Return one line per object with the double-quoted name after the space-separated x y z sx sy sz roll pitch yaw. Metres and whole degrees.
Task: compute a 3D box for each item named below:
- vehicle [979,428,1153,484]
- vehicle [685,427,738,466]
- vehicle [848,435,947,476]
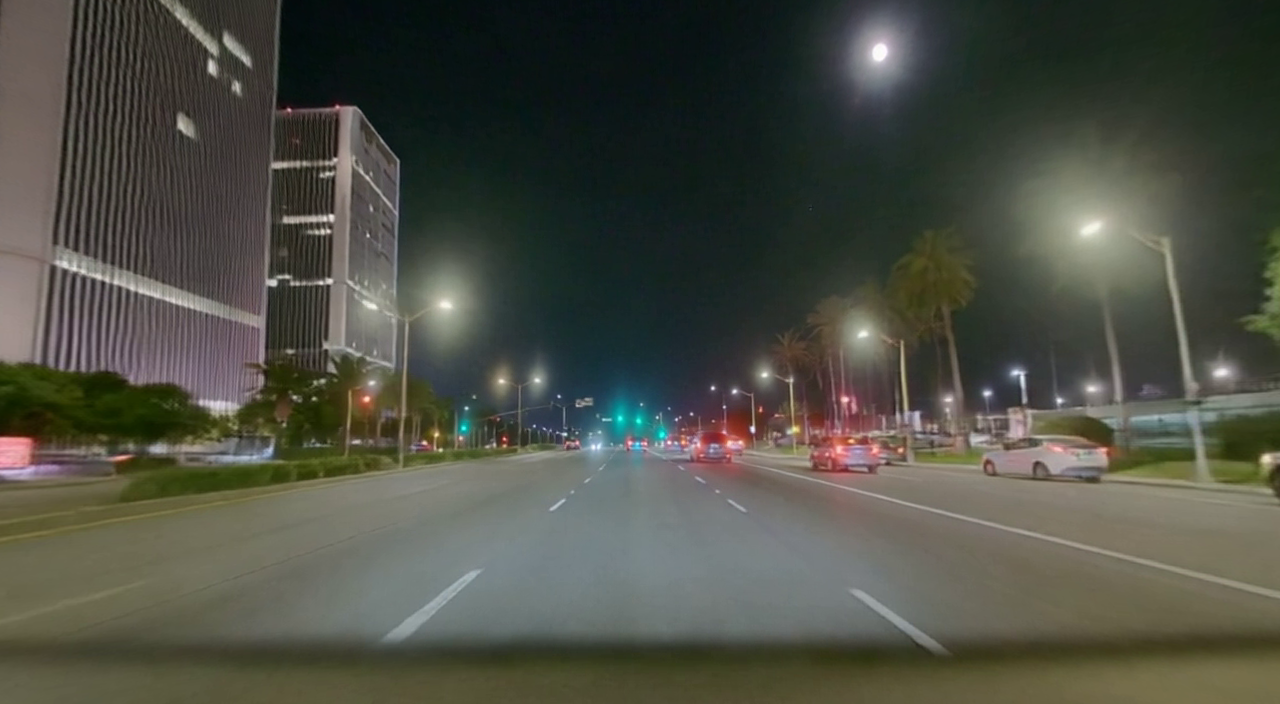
13.708 3.406 20.829 2.009 1.600 4.960 0 -9 -4 "vehicle"
3.730 5.057 33.850 2.104 1.910 4.693 0 -9 -2 "vehicle"
10.180 4.139 25.376 1.871 1.465 4.395 0 -9 -3 "vehicle"
